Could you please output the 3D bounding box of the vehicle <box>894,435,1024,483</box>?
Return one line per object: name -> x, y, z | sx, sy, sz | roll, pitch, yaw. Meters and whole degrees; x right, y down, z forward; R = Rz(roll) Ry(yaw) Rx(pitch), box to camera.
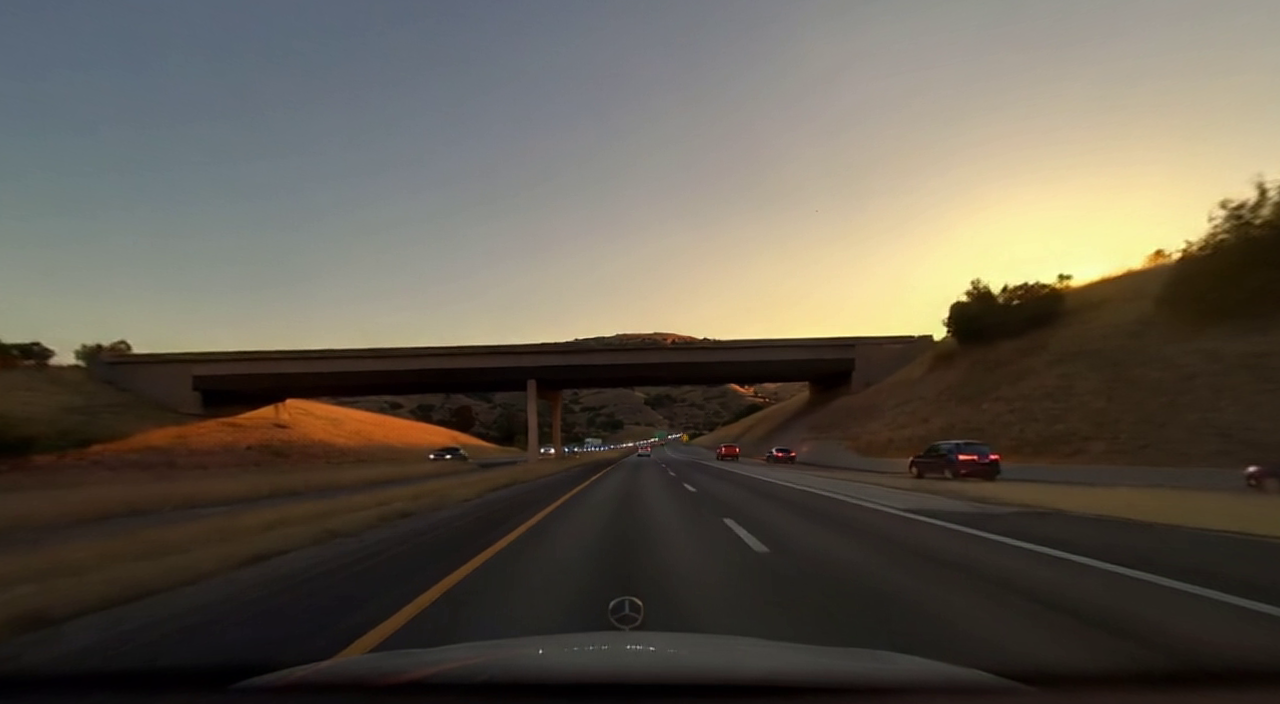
vehicle -> 15.586, 5.240, 31.137 | 2.533, 2.111, 5.525 | 2, -9, -16
